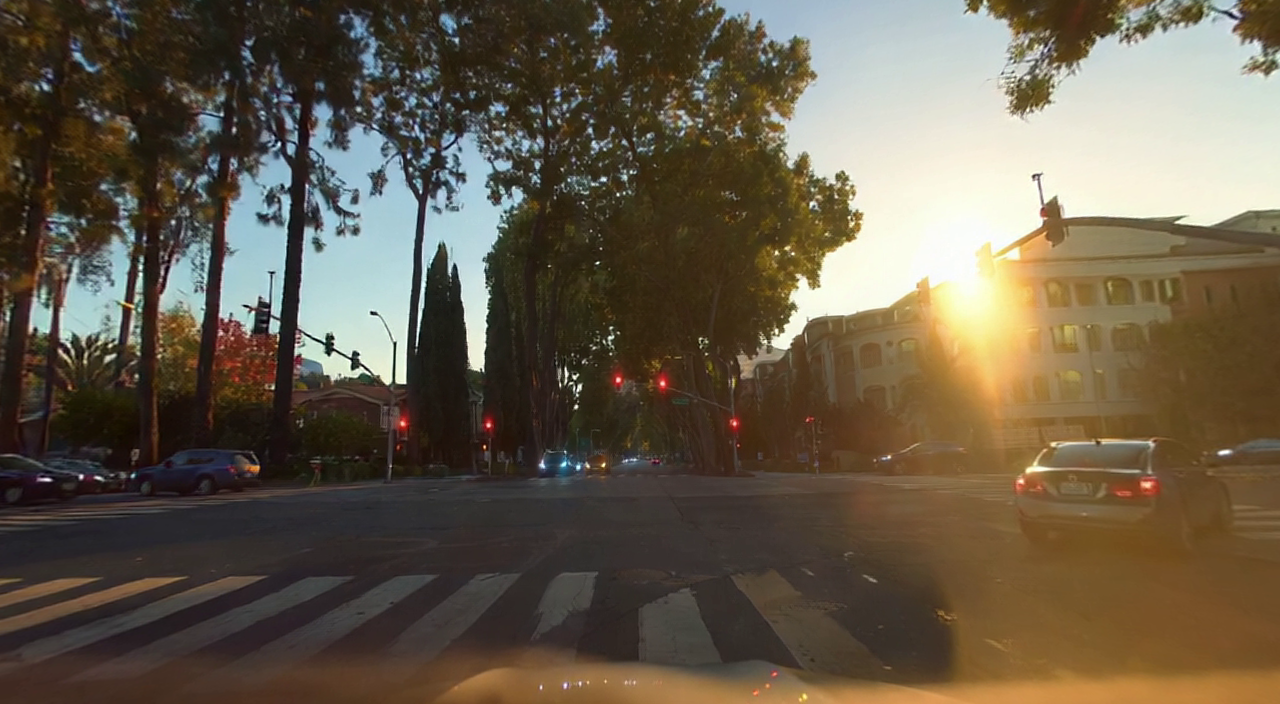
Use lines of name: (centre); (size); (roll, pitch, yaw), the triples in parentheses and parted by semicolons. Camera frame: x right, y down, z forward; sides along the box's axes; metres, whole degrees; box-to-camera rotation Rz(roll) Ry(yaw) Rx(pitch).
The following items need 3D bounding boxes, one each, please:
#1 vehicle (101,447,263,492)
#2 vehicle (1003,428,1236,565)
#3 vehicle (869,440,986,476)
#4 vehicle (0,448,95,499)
vehicle: (-19.164, 4.949, 26.651); (4.798, 1.763, 2.536); (0, -10, 0)
vehicle: (7.142, 2.000, 9.676); (2.189, 1.536, 4.492); (-6, -10, 35)
vehicle: (15.887, 5.881, 35.149); (5.220, 1.897, 2.596); (0, -8, 0)
vehicle: (-23.536, 4.440, 23.261); (4.748, 1.727, 2.325); (0, -8, 1)
